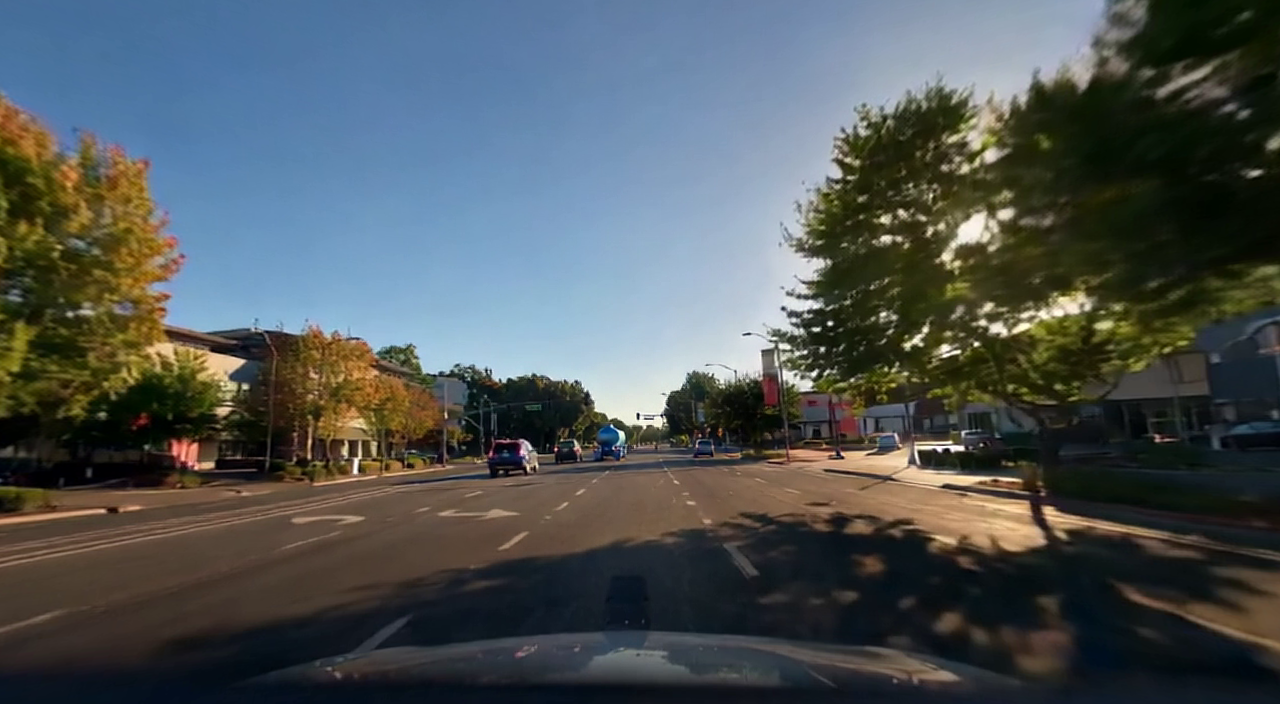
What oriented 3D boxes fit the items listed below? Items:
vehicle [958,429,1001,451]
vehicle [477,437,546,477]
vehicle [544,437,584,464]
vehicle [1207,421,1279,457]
[{"bbox_3d":[23.854,6.213,44.214,1.924,1.467,4.572,-7,-11,36],"label":"vehicle"},{"bbox_3d":[-6.001,4.969,30.010,2.179,1.750,4.621,0,-9,2],"label":"vehicle"},{"bbox_3d":[-5.901,7.805,49.837,2.375,1.989,5.497,0,-9,1],"label":"vehicle"},{"bbox_3d":[26.938,3.699,26.785,1.796,1.453,4.296,-1,-9,3],"label":"vehicle"}]
